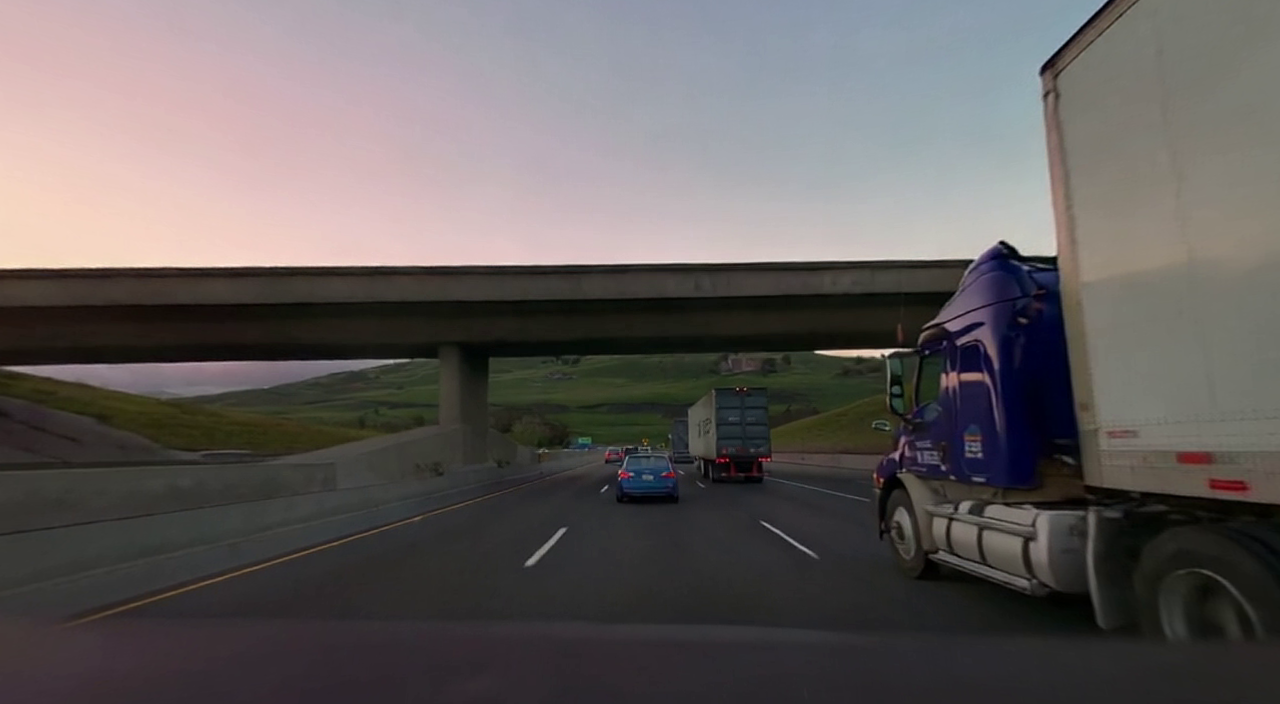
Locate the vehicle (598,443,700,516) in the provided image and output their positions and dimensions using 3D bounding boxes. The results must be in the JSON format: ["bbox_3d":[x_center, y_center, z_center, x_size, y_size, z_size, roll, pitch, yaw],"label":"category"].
[{"bbox_3d":[0.178,2.837,14.506,2.029,1.437,3.794,0,-9,0],"label":"vehicle"}]

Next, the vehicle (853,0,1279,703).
[{"bbox_3d":[4.079,-0.187,2.347,2.884,3.930,10.206,0,-9,0],"label":"vehicle"}]

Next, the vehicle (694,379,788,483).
[{"bbox_3d":[4.337,3.764,29.183,2.801,4.039,8.684,0,-9,-1],"label":"vehicle"}]
